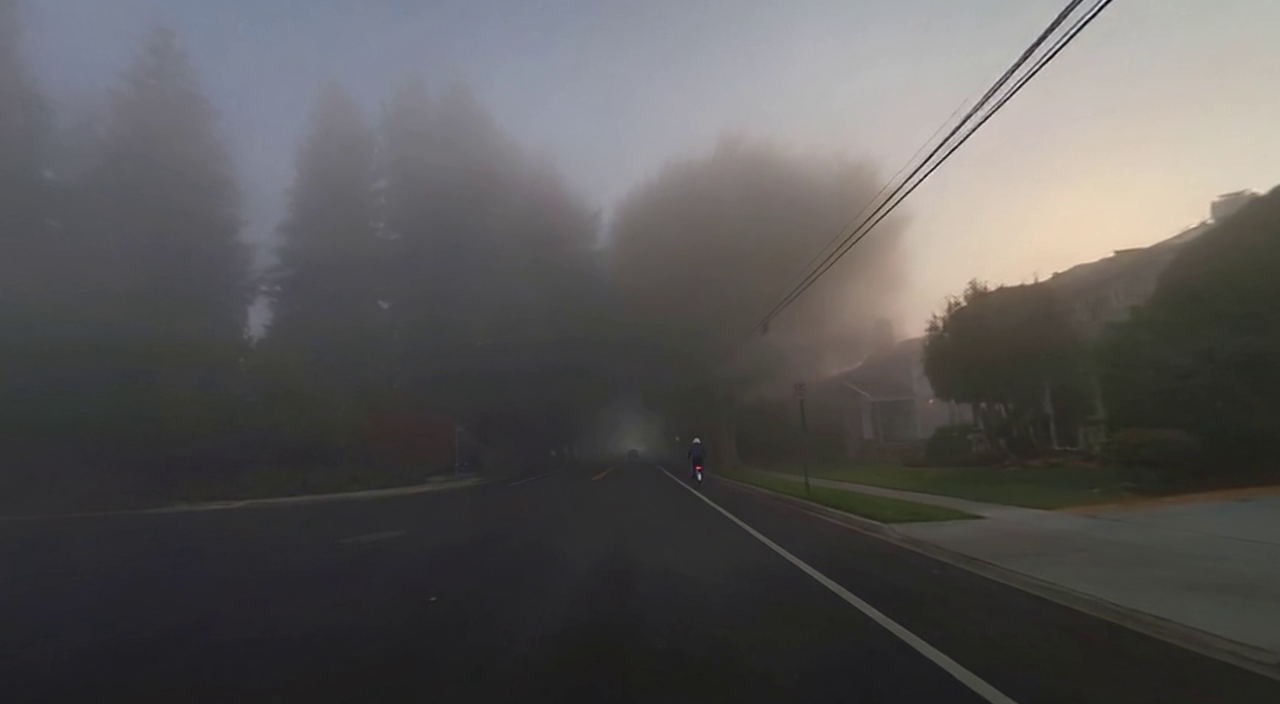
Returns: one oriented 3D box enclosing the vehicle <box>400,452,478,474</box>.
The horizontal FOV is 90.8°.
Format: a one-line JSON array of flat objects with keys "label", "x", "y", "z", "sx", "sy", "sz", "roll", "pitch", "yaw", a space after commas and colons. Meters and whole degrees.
[{"label": "vehicle", "x": -13.629, "y": 7.549, "z": 43.020, "sx": 4.717, "sy": 1.465, "sz": 1.887, "roll": 0, "pitch": -9, "yaw": -4}]
